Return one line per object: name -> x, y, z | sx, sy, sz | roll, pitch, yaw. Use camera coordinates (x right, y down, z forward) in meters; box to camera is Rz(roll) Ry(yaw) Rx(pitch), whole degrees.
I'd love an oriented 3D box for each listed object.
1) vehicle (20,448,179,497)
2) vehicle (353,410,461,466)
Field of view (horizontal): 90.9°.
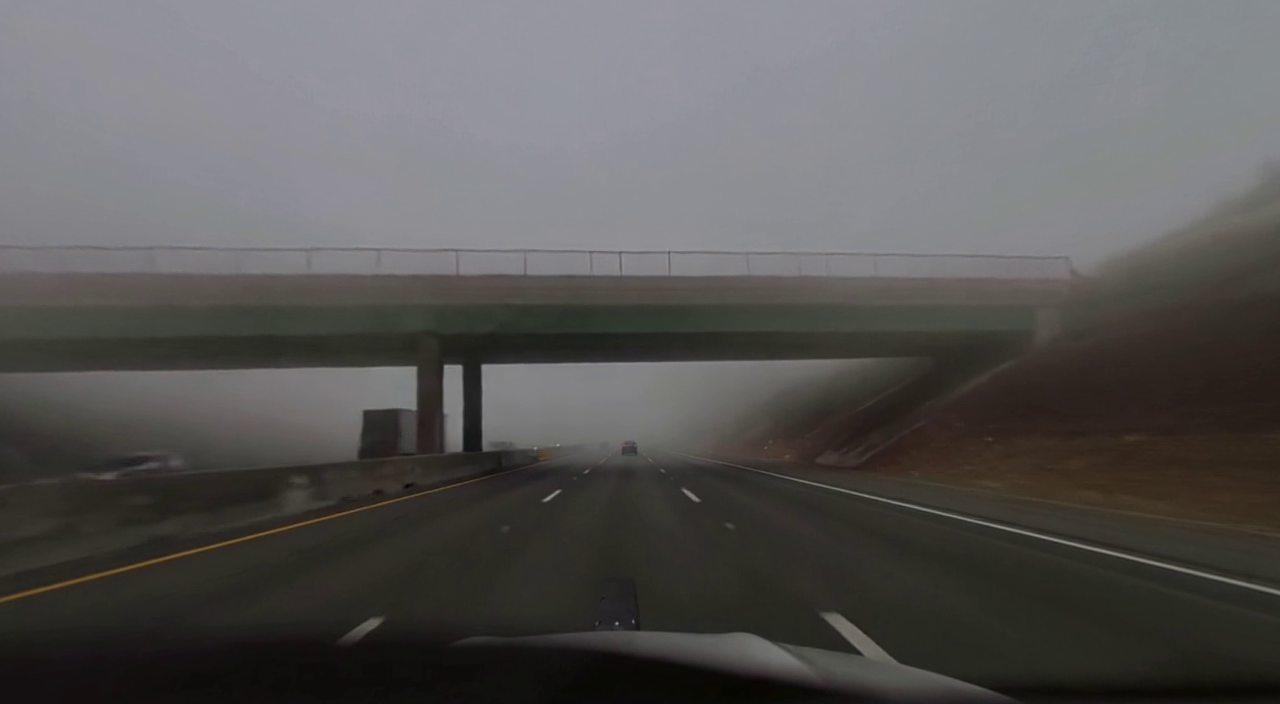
vehicle -> -19.832, 4.393, 23.469 | 1.889, 1.516, 4.588 | 0, -8, -1
vehicle -> -16.891, 6.447, 47.432 | 2.982, 3.570, 14.255 | 0, -8, -1
